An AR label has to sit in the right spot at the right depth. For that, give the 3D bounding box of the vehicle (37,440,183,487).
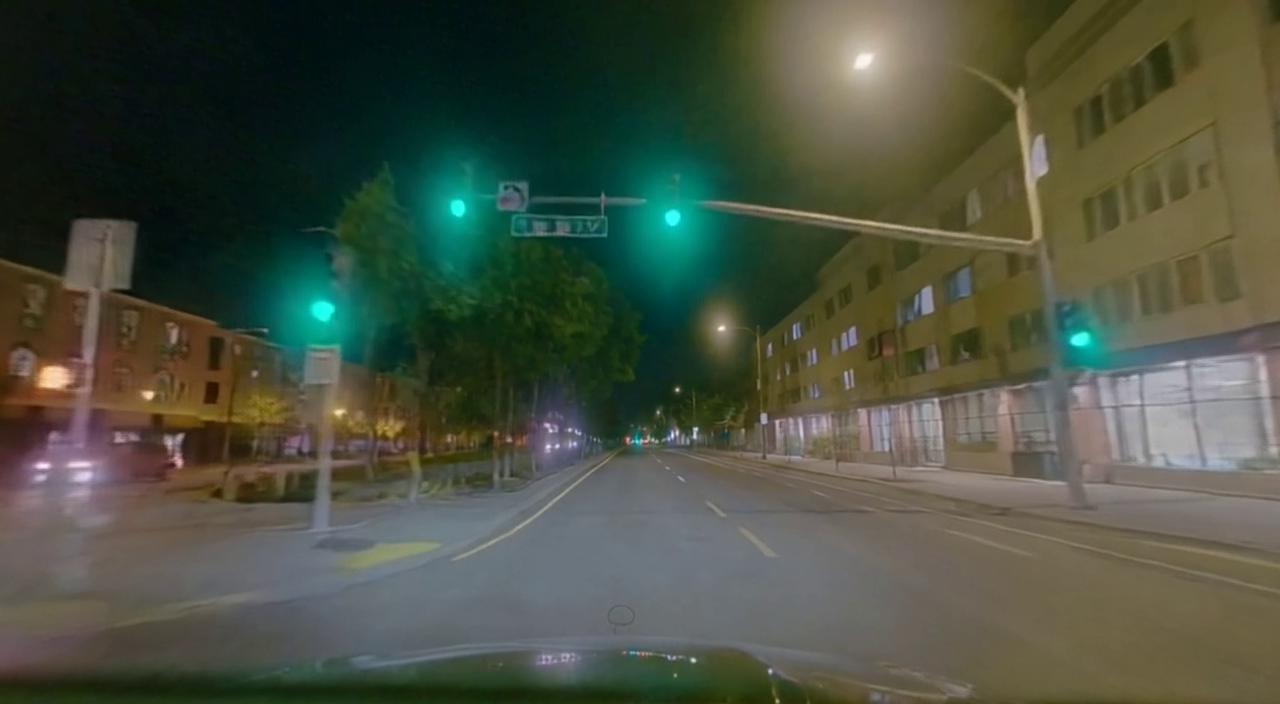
[{"bbox_3d":[-21.506,4.517,25.864,2.016,1.705,4.547,-1,-9,0],"label":"vehicle"}]
